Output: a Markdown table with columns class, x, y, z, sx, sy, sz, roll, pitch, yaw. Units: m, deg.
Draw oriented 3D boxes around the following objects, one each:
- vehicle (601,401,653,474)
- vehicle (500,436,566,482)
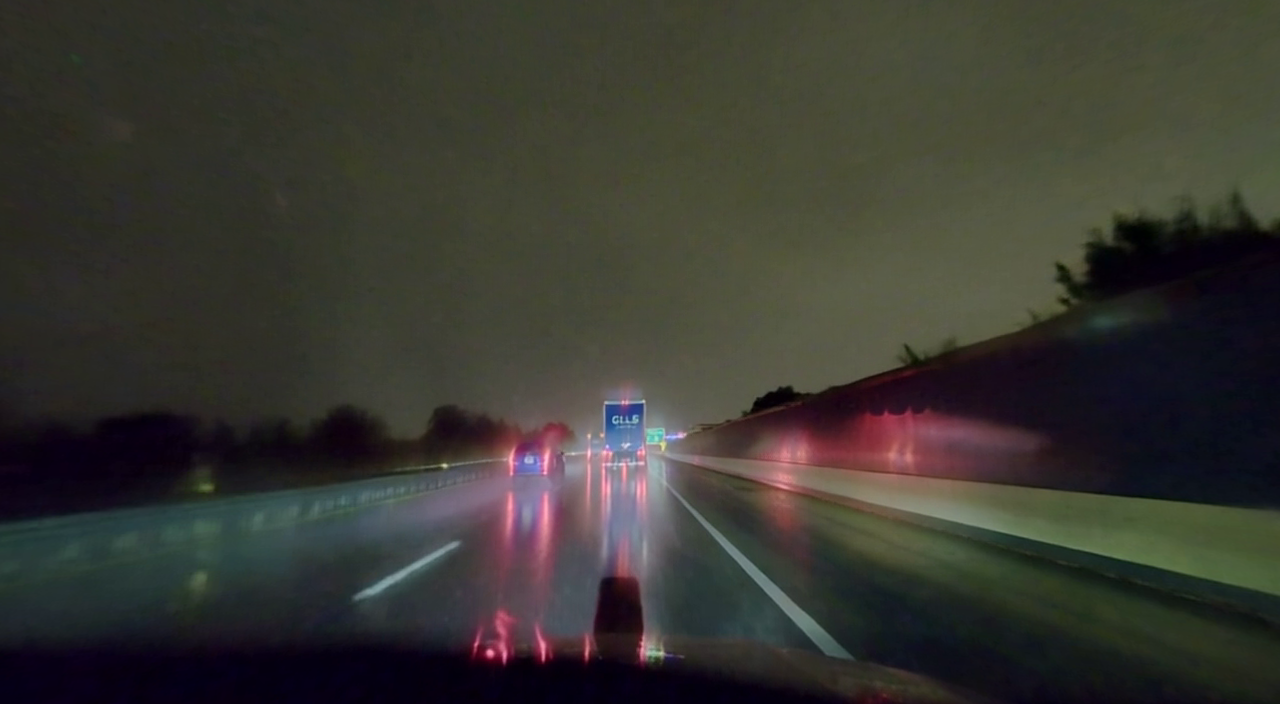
| class | x | y | z | sx | sy | sz | roll | pitch | yaw |
| --- | --- | --- | --- | --- | --- | --- | --- | --- | --- |
| vehicle | -0.872 | 5.527 | 39.963 | 2.923 | 4.007 | 9.760 | 0 | -9 | -2 |
| vehicle | -4.915 | 5.002 | 29.597 | 2.226 | 1.935 | 5.130 | 0 | -9 | 0 |
